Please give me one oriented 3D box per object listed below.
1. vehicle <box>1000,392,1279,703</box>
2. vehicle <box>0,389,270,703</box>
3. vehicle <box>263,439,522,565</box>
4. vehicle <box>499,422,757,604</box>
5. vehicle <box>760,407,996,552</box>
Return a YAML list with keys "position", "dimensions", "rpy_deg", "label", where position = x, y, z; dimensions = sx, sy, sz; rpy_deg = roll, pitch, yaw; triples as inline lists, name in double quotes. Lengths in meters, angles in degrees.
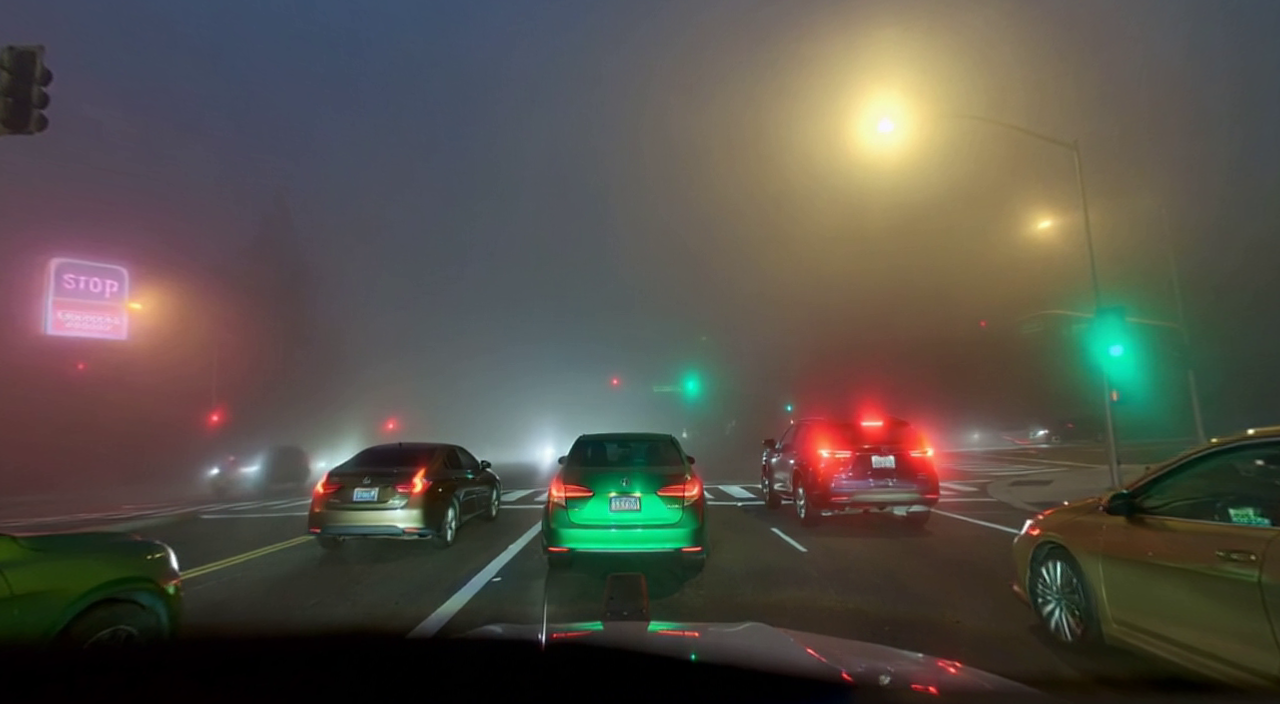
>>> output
- position: [3.938, 0.974, 3.115]
  dimensions: [1.800, 1.519, 4.198]
  rpy_deg: [0, -8, 0]
  label: "vehicle"
- position: [-3.473, 0.844, 1.849]
  dimensions: [2.016, 1.547, 4.414]
  rpy_deg: [0, -8, 1]
  label: "vehicle"
- position: [-3.292, 2.073, 9.554]
  dimensions: [1.995, 1.436, 4.373]
  rpy_deg: [-1, -8, 3]
  label: "vehicle"
- position: [-0.123, 1.652, 7.390]
  dimensions: [2.140, 1.499, 4.119]
  rpy_deg: [0, -8, -1]
  label: "vehicle"
- position: [3.310, 1.867, 9.842]
  dimensions: [1.992, 1.744, 4.183]
  rpy_deg: [0, -8, 0]
  label: "vehicle"
